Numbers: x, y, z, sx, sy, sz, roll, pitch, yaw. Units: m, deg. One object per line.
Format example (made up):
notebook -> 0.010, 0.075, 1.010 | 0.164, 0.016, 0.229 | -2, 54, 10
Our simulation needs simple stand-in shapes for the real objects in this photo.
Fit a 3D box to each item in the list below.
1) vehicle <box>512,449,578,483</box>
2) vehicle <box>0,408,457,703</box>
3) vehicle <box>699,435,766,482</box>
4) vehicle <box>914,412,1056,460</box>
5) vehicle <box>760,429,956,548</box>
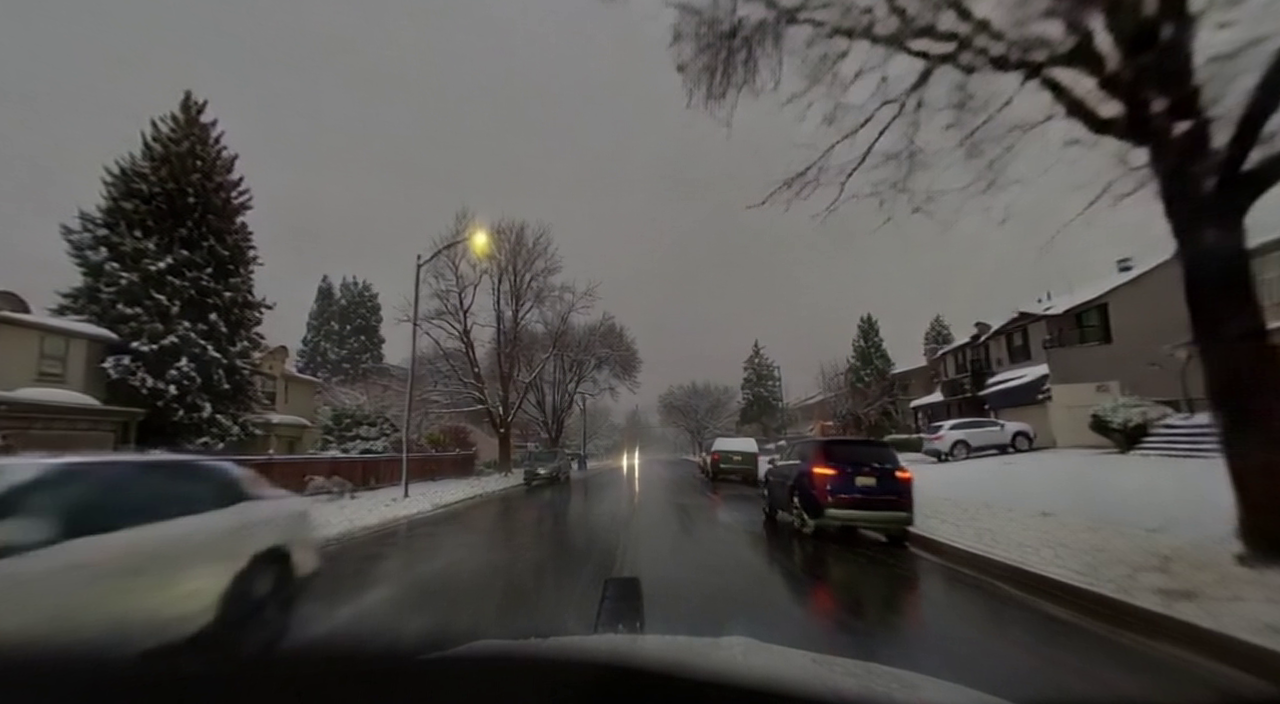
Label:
vehicle -> -4.336, 5.303, 29.563 | 2.234, 1.377, 4.413 | -2, -10, 3
vehicle -> -2.781, 1.165, 3.441 | 2.104, 1.497, 4.781 | 0, -8, 0
vehicle -> 4.108, 4.856, 29.057 | 2.350, 1.912, 5.696 | 0, -8, 1
vehicle -> 13.581, 3.317, 25.173 | 4.310, 1.805, 2.289 | -1, -7, 6
vehicle -> 3.545, 2.296, 11.431 | 2.079, 1.651, 4.783 | 0, -8, 3
